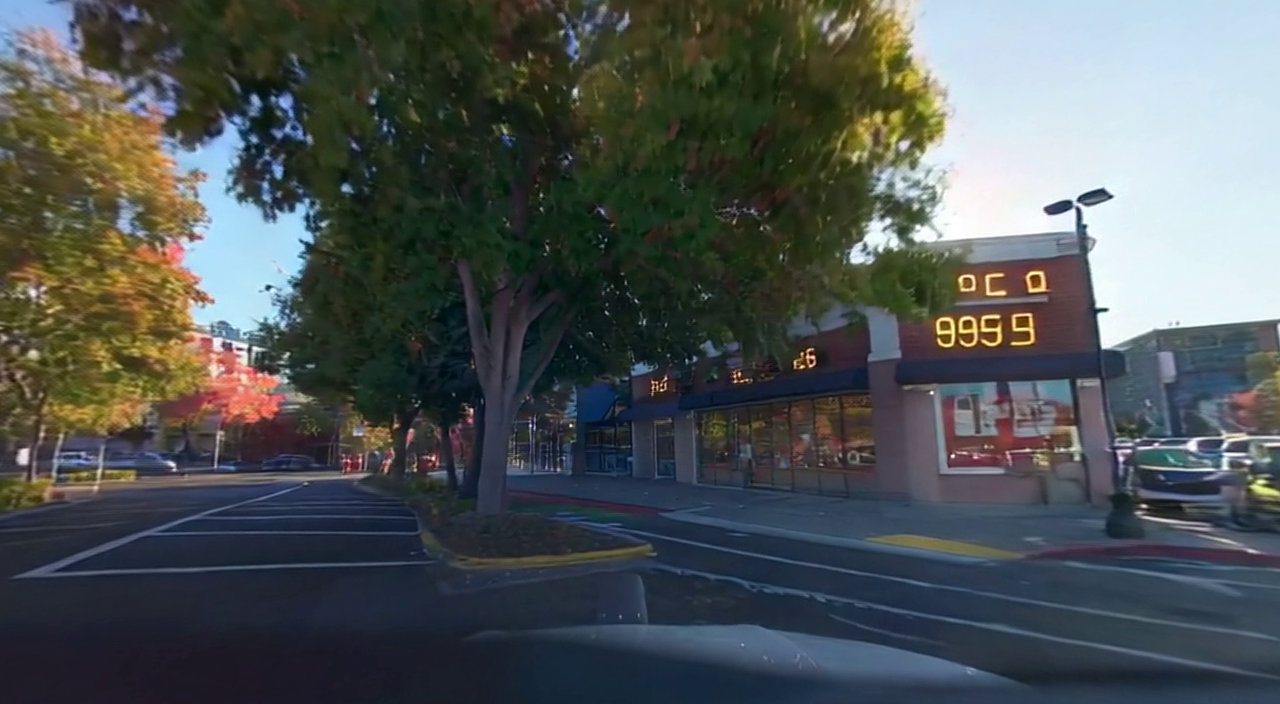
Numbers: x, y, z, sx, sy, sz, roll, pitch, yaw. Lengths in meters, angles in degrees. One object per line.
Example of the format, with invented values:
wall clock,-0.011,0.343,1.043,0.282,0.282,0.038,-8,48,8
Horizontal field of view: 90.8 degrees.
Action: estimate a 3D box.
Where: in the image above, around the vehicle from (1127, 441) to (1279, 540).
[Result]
vehicle,10.980,2.178,9.995,2.140,1.507,4.856,2,-9,-11
